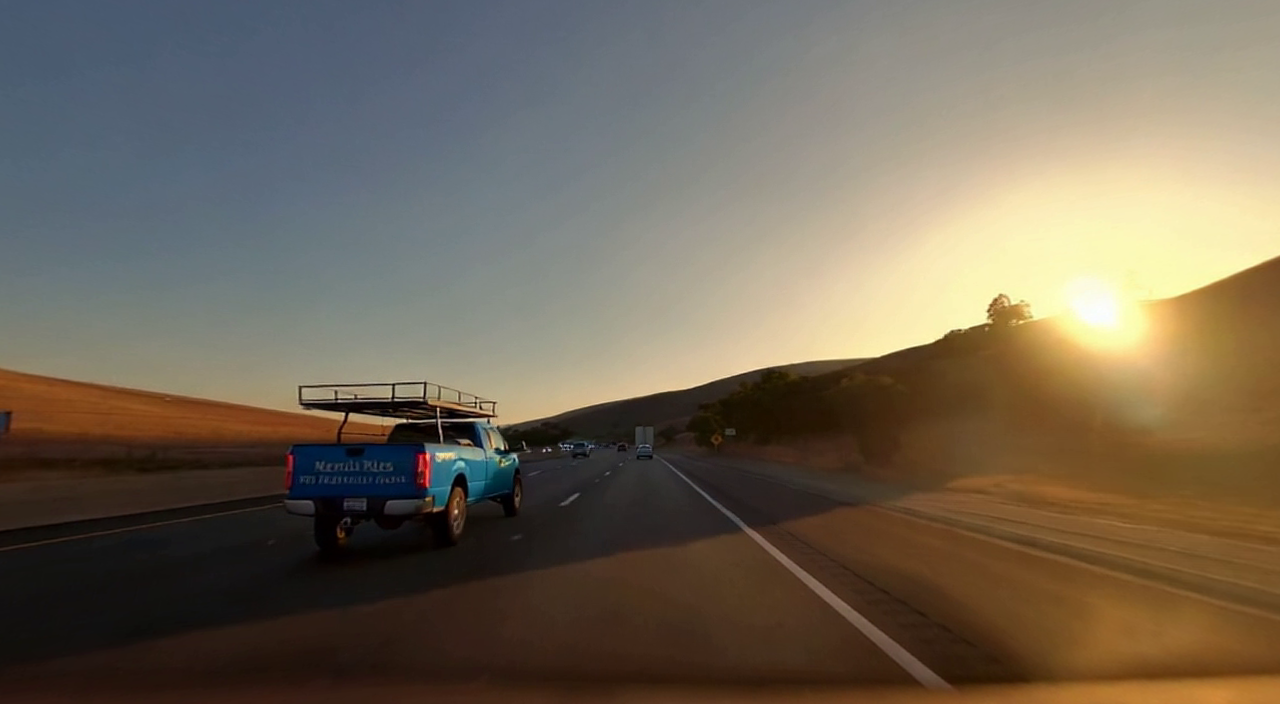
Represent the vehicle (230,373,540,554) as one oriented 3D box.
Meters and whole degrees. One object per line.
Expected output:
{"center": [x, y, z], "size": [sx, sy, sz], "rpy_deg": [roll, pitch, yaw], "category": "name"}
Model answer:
{"center": [-3.838, 1.915, 11.593], "size": [2.791, 2.330, 6.725], "rpy_deg": [0, -8, 1], "category": "vehicle"}
